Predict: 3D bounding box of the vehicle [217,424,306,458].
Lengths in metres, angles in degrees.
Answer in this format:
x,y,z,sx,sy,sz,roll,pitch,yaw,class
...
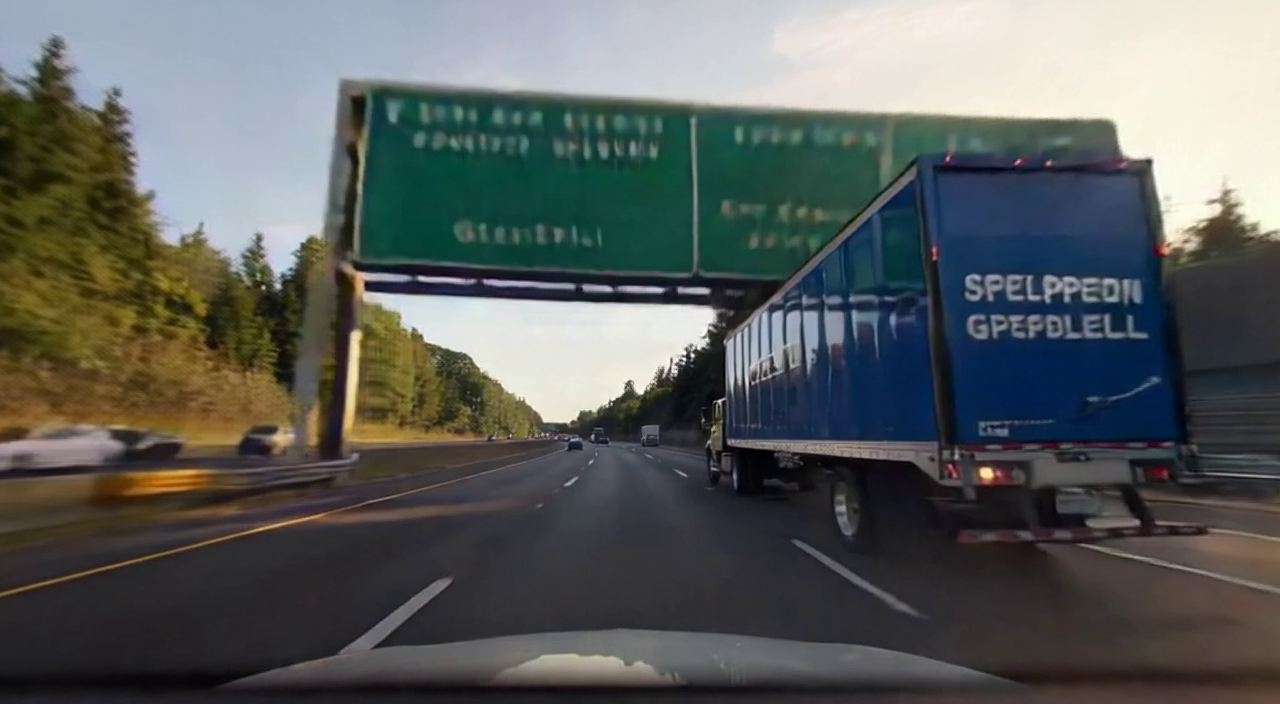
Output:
x,y,z,sx,sy,sz,roll,pitch,yaw,class
-19.593,4.642,32.889,1.912,1.649,4.609,0,-8,-2,vehicle

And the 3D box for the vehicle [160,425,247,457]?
x,y,z,sx,sy,sz,roll,pitch,yaw,class
-26.801,5.492,38.927,1.960,1.814,4.736,0,-8,0,vehicle

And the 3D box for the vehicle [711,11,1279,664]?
x,y,z,sx,sy,sz,roll,pitch,yaw,class
3.723,0.728,10.978,2.910,4.051,14.278,0,-8,-2,vehicle
